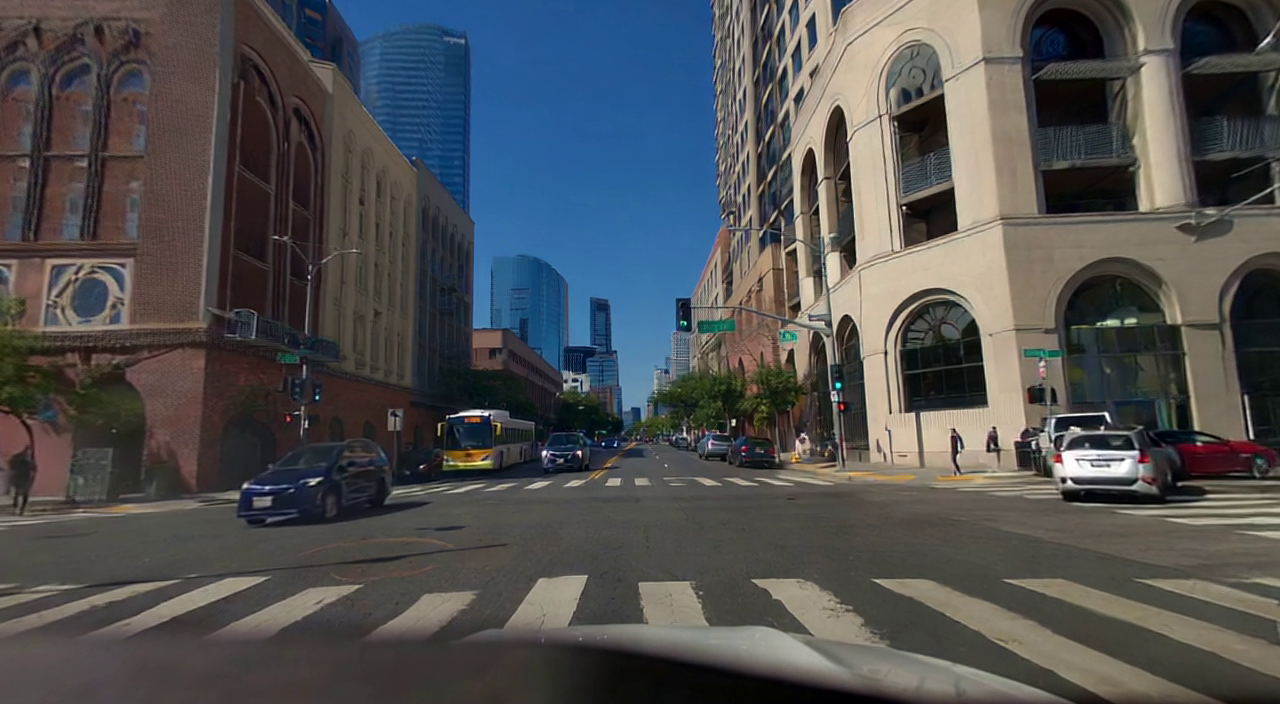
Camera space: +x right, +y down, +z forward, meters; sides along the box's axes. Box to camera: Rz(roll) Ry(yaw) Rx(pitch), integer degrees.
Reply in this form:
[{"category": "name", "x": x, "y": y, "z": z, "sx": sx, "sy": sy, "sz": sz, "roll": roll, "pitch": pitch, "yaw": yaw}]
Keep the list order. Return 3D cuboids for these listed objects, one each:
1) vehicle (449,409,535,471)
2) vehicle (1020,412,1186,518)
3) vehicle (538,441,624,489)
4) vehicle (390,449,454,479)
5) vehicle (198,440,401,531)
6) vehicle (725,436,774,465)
[{"category": "vehicle", "x": -8.930, "y": 5.564, "z": 39.601, "sx": 2.981, "sy": 3.391, "sz": 9.957, "roll": 0, "pitch": -8, "yaw": 0}, {"category": "vehicle", "x": 8.353, "y": 1.996, "z": 11.607, "sx": 1.912, "sy": 1.505, "sz": 4.889, "roll": -6, "pitch": -10, "yaw": 34}, {"category": "vehicle", "x": -2.113, "y": 3.702, "z": 21.159, "sx": 1.904, "sy": 1.402, "sz": 4.759, "roll": 3, "pitch": -9, "yaw": -18}, {"category": "vehicle", "x": -11.939, "y": 6.115, "z": 34.796, "sx": 1.998, "sy": 1.505, "sz": 4.405, "roll": 0, "pitch": -8, "yaw": 0}, {"category": "vehicle", "x": -6.483, "y": 2.544, "z": 12.639, "sx": 1.861, "sy": 1.508, "sz": 4.052, "roll": 0, "pitch": -8, "yaw": -1}, {"category": "vehicle", "x": 6.243, "y": 5.643, "z": 36.296, "sx": 1.926, "sy": 1.574, "sz": 3.961, "roll": 0, "pitch": -8, "yaw": -2}]
